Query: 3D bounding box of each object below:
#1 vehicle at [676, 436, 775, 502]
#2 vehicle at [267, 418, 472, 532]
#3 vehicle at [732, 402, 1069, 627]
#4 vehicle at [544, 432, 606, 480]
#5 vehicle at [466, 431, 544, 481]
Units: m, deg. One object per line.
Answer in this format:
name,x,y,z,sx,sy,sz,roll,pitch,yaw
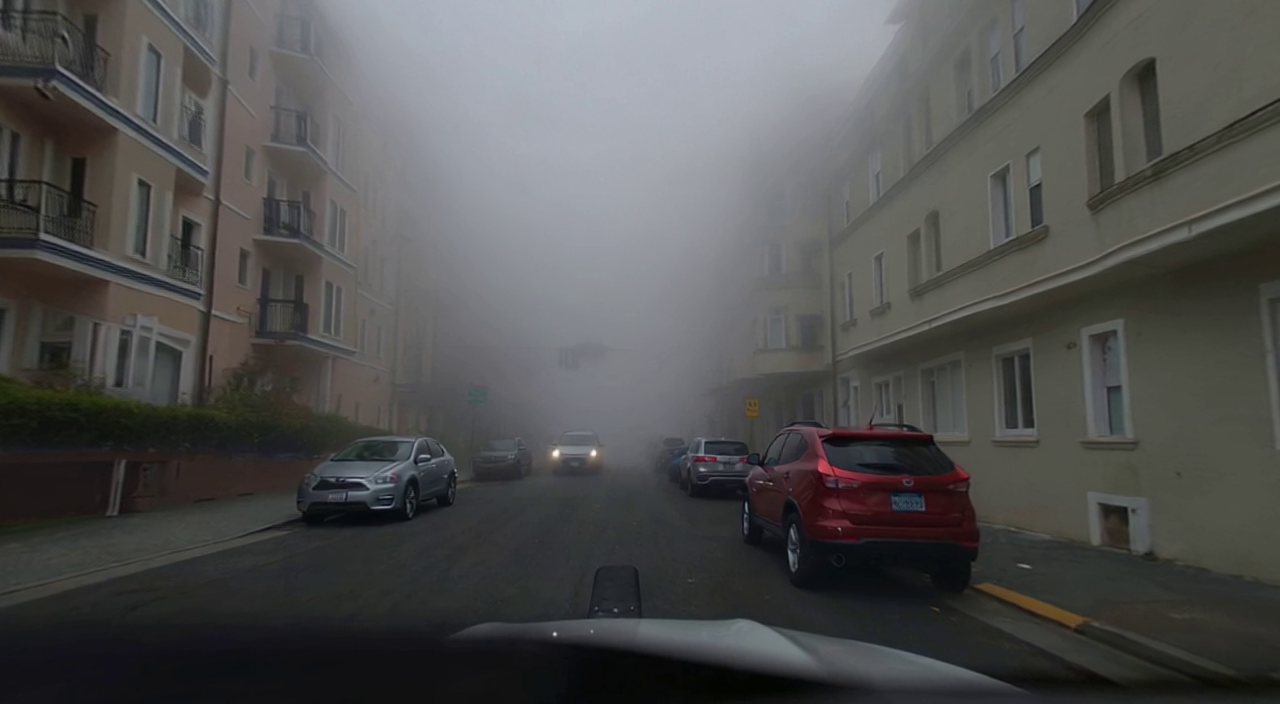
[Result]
vehicle,2.002,2.866,16.030,1.786,1.447,4.314,0,-8,-2
vehicle,-4.548,2.168,11.479,1.883,1.499,4.426,6,-10,-3
vehicle,2.255,1.486,6.766,1.839,1.678,3.918,0,-8,-2
vehicle,-2.183,3.582,21.996,1.845,1.544,3.388,0,-8,0
vehicle,-4.834,3.803,23.158,1.942,1.521,3.761,5,-9,0
